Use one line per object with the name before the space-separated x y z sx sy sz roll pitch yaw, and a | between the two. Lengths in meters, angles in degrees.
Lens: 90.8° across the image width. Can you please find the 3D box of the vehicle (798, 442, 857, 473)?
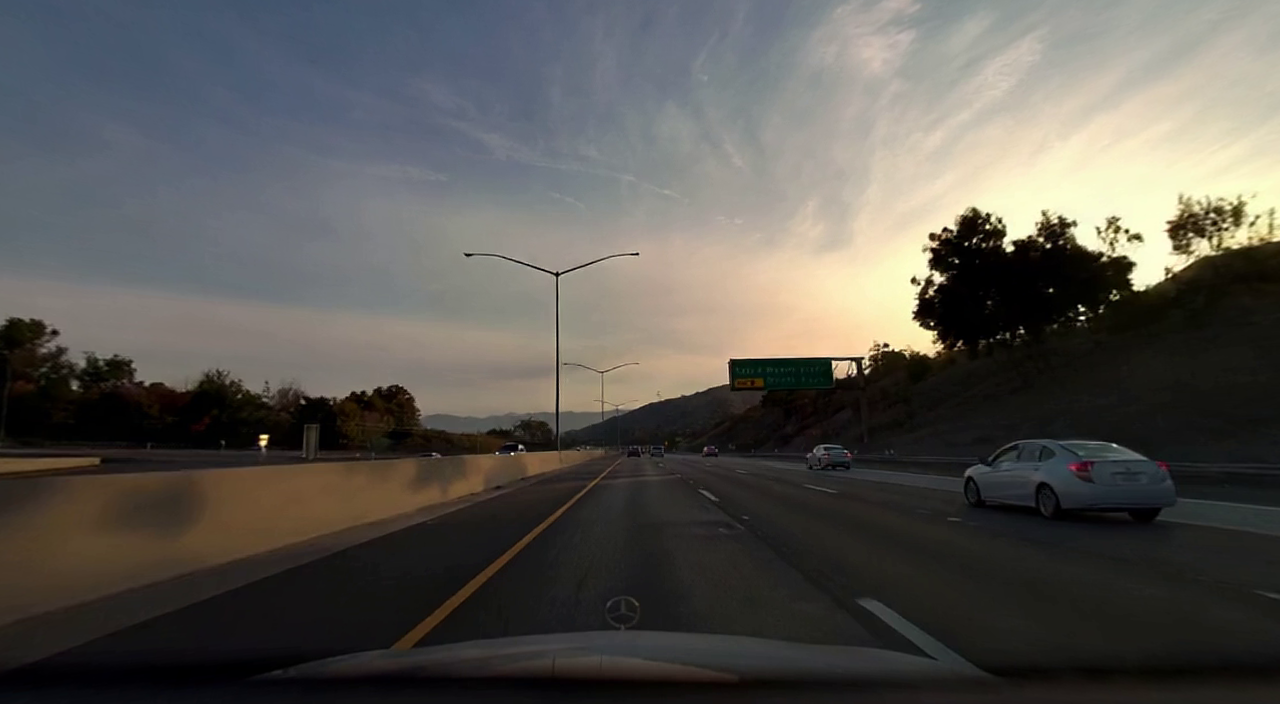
vehicle | 10.978 6.177 37.294 2.068 1.680 4.361 -1 -8 0

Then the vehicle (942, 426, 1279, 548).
vehicle | 7.207 2.089 10.529 1.901 1.548 4.684 0 -9 -2
